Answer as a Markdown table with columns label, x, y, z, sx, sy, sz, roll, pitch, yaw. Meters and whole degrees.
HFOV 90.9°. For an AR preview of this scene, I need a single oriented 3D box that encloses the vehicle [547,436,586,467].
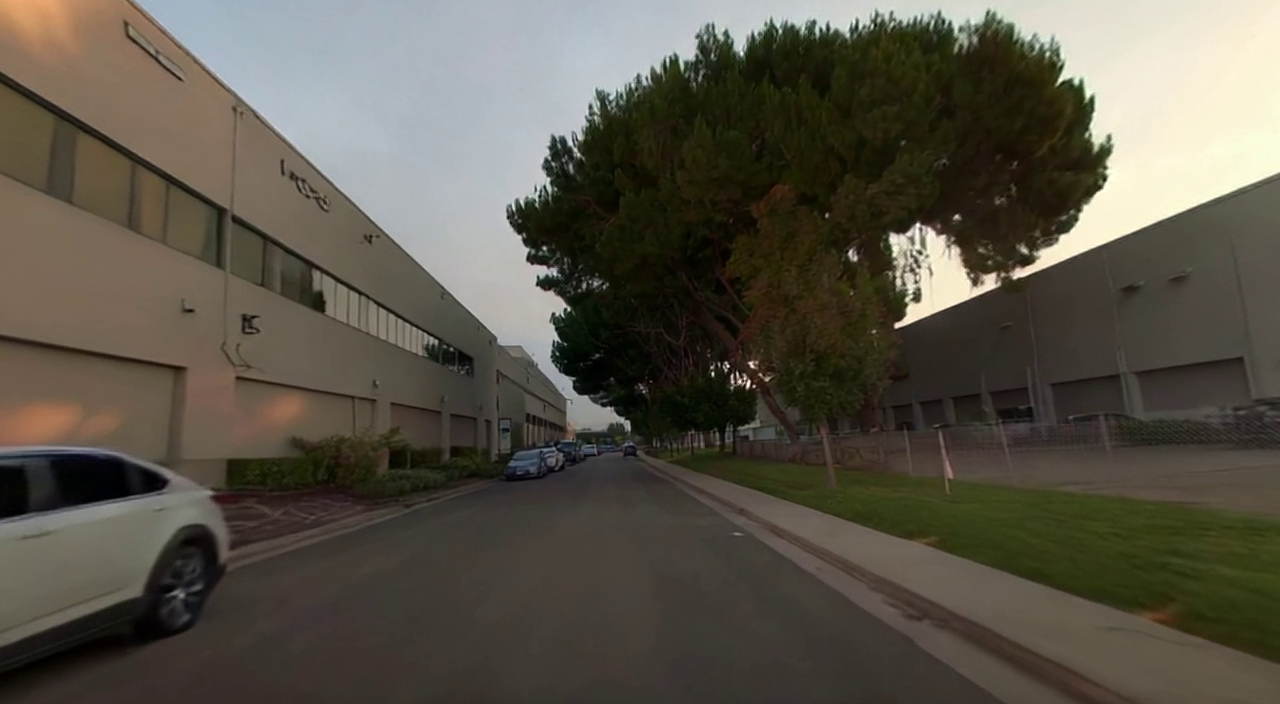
| label | x | y | z | sx | sy | sz | roll | pitch | yaw |
| --- | --- | --- | --- | --- | --- | --- | --- | --- | --- |
| vehicle | -5.077 | 7.014 | 44.132 | 2.161 | 1.843 | 5.181 | -4 | -10 | -2 |

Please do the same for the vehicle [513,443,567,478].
| label | x | y | z | sx | sy | sz | roll | pitch | yaw |
| --- | --- | --- | --- | --- | --- | --- | --- | --- | --- |
| vehicle | -5.003 | 5.486 | 32.107 | 2.040 | 1.501 | 4.440 | -4 | -9 | -2 |

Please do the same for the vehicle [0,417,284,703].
| label | x | y | z | sx | sy | sz | roll | pitch | yaw |
| --- | --- | --- | --- | --- | --- | --- | --- | --- | --- |
| vehicle | -4.121 | 1.219 | 3.526 | 1.912 | 1.628 | 4.233 | -1 | -8 | -3 |
